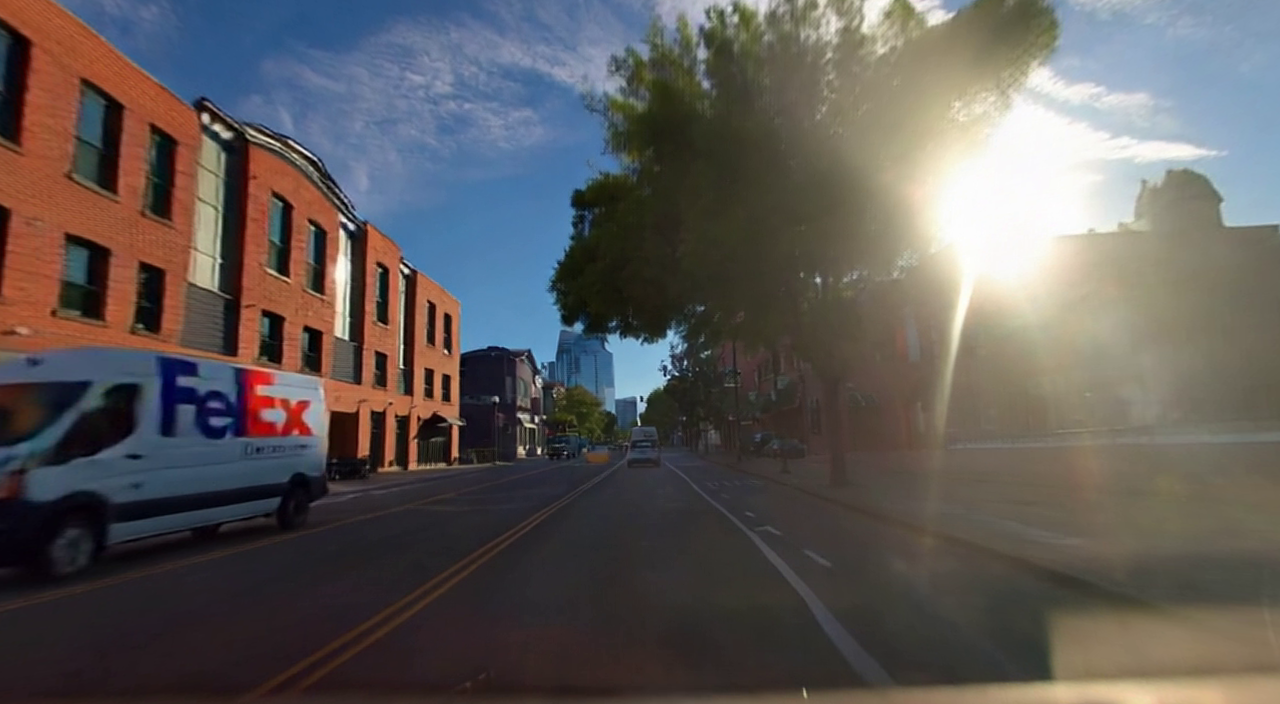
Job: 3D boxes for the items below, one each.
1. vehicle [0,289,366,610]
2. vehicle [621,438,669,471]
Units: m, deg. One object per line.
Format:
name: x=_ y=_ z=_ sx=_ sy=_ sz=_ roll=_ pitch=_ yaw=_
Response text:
vehicle: x=-7.256 y=1.375 z=9.649 sx=2.754 sy=3.065 sz=7.103 roll=0 pitch=-8 yaw=1
vehicle: x=0.330 y=5.332 z=33.108 sx=2.356 sy=1.572 sz=4.810 roll=0 pitch=-8 yaw=2
